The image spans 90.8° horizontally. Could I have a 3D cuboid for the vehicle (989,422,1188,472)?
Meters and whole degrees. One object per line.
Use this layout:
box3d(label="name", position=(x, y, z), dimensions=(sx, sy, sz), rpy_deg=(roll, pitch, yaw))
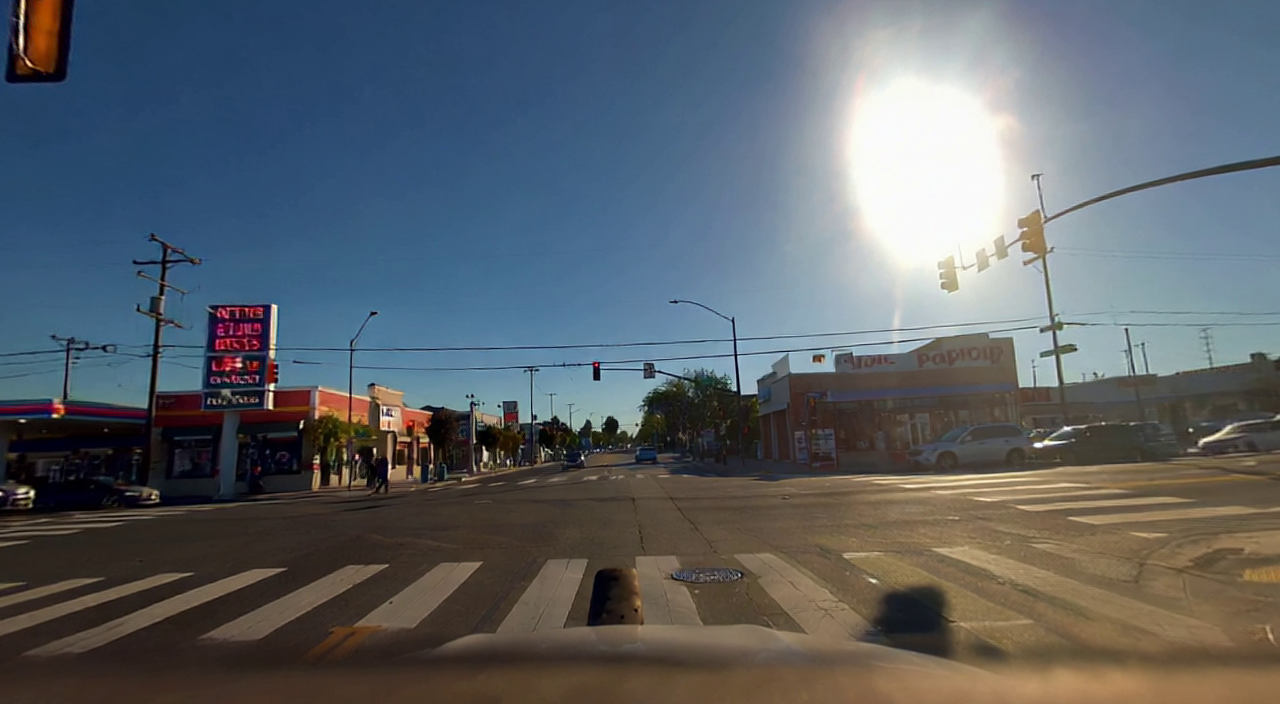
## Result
box3d(label="vehicle", position=(14.360, 3.098, 20.620), dimensions=(4.835, 1.487, 1.913), rpy_deg=(-3, -9, 20))

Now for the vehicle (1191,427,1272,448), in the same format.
box3d(label="vehicle", position=(42.053, 6.067, 44.904), dimensions=(4.347, 1.446, 1.777), rpy_deg=(1, -9, -9))

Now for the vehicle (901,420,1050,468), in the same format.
box3d(label="vehicle", position=(13.030, 3.652, 24.944), dimensions=(4.916, 1.730, 1.986), rpy_deg=(-4, -9, 21))

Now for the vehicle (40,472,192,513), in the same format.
box3d(label="vehicle", position=(-21.180, 5.673, 25.660), dimensions=(4.676, 1.463, 1.909), rpy_deg=(-1, -8, 6))
